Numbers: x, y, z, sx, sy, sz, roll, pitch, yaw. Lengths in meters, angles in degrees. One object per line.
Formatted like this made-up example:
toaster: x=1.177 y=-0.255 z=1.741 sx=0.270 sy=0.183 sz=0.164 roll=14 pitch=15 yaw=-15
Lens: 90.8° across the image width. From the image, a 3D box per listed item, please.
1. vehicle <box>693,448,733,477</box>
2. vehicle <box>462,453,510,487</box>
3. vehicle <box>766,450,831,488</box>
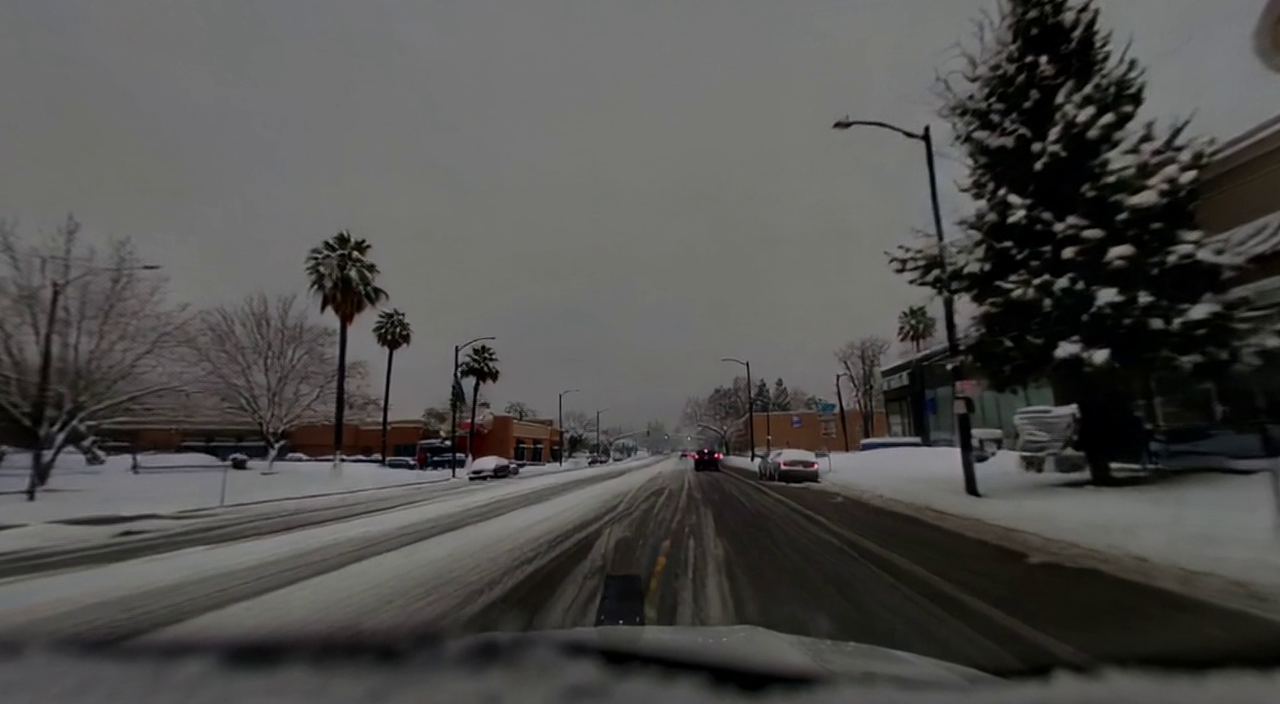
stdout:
vehicle: x=4.098 y=6.155 z=35.430 sx=2.067 sy=1.477 sz=4.653 roll=-1 pitch=-9 yaw=6
vehicle: x=-10.999 y=8.433 z=45.544 sx=1.949 sy=2.026 sz=5.141 roll=2 pitch=-7 yaw=2
vehicle: x=6.808 y=5.036 z=27.597 sx=1.834 sy=1.504 sz=4.331 roll=0 pitch=-8 yaw=1
